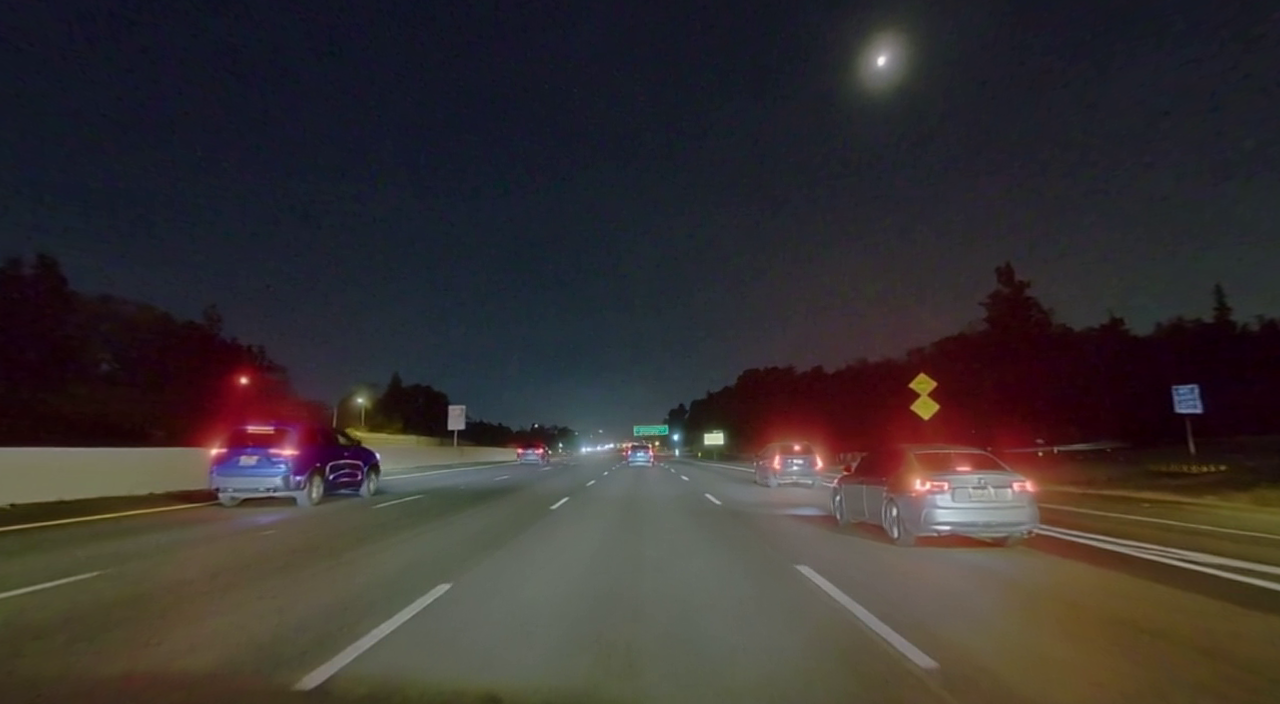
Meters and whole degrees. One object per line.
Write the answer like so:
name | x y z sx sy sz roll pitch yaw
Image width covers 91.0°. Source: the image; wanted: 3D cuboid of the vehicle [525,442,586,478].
vehicle | -3.698 4.806 28.204 2.071 1.478 4.130 0 -9 1

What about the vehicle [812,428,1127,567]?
vehicle | 4.228 1.941 9.196 2.141 1.507 4.510 0 -9 0

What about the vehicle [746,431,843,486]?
vehicle | 5.331 3.757 22.416 2.335 1.759 4.297 0 -9 -1

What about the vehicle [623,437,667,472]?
vehicle | 0.250 5.468 33.663 2.158 1.706 4.219 0 -9 0

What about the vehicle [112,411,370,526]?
vehicle | -7.498 2.252 12.608 2.142 1.849 4.566 0 -9 0

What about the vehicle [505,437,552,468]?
vehicle | -6.955 6.344 39.709 2.111 1.811 4.391 0 -9 0

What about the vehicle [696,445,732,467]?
vehicle | 5.193 7.307 44.514 1.944 1.465 4.245 0 -9 -1
